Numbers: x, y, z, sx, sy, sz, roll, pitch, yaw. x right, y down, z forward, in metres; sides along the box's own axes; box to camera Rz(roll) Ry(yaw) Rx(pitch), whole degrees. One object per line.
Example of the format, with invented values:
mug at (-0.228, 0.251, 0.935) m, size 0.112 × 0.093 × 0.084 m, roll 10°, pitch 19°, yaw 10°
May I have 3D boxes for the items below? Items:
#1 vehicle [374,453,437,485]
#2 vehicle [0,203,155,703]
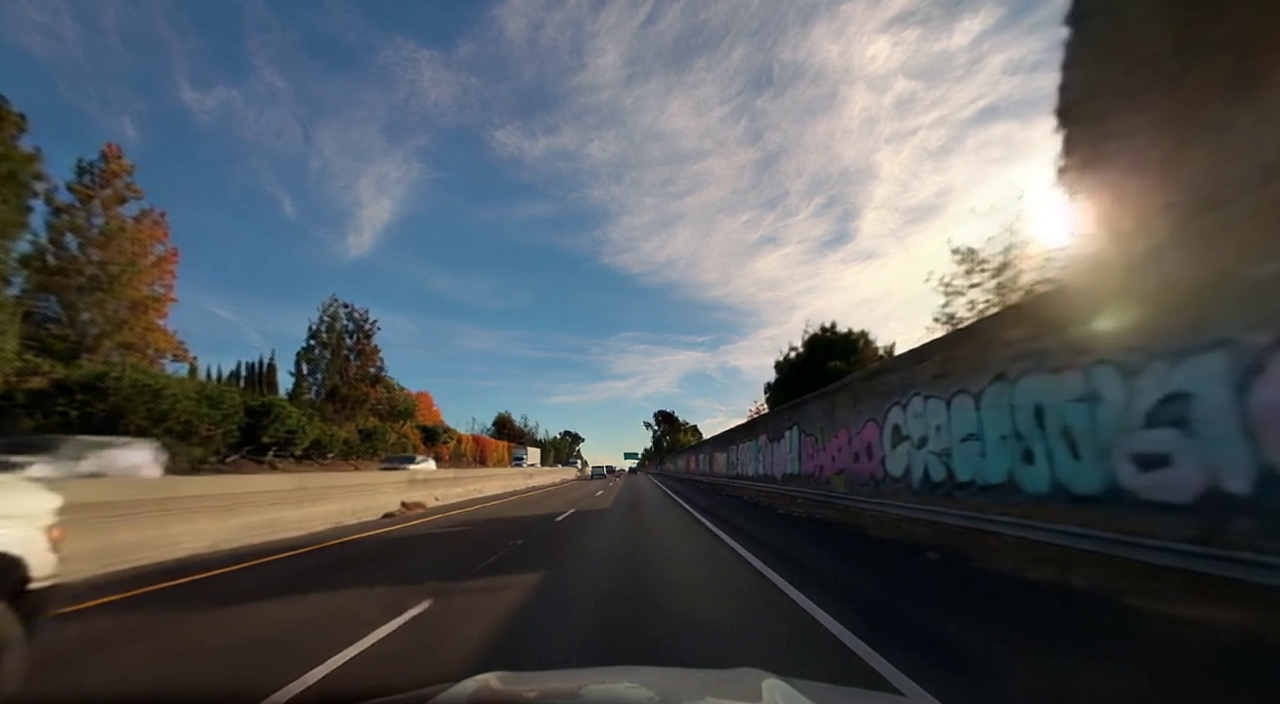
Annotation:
vehicle at (-13.404, 6.757, 36.306) m, size 1.927 × 1.666 × 4.412 m, roll 1°, pitch -11°, yaw 0°
vehicle at (-4.254, 0.114, 0.667) m, size 2.597 × 2.434 × 6.020 m, roll 1°, pitch -11°, yaw -1°
